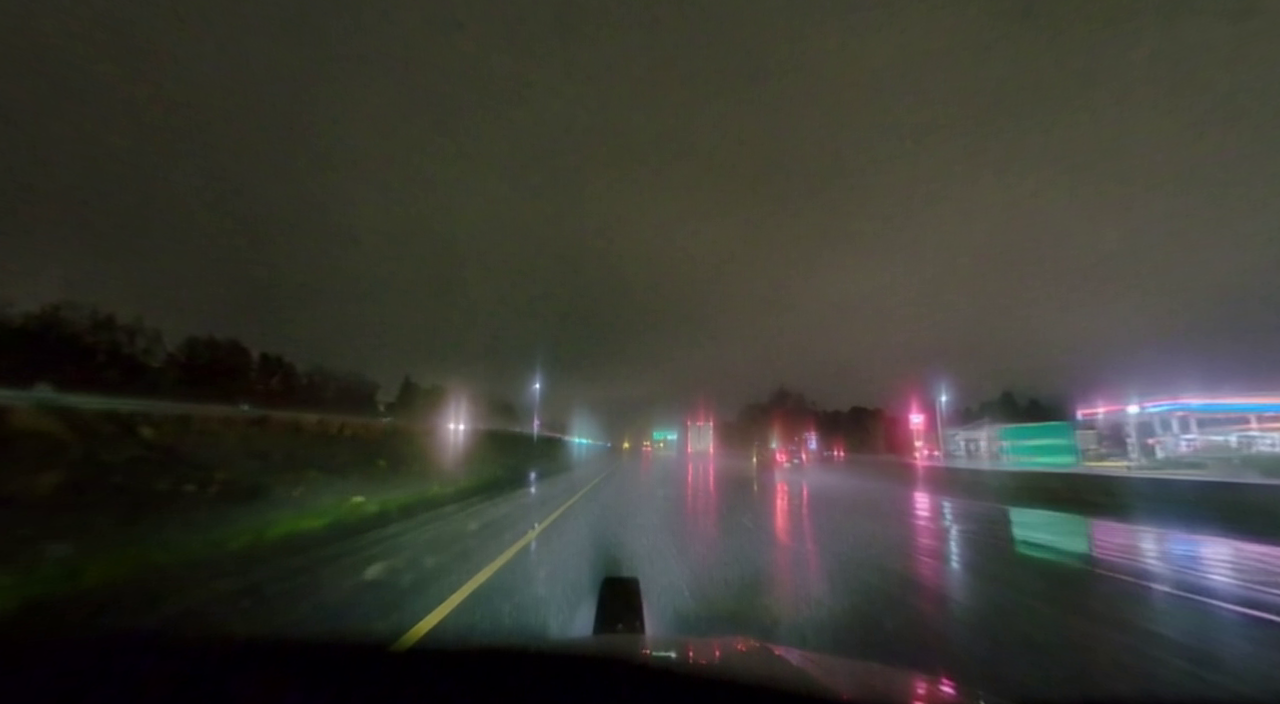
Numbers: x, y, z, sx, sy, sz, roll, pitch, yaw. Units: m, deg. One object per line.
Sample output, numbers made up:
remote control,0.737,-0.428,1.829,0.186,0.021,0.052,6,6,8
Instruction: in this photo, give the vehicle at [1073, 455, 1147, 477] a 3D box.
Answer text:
vehicle,35.628,8.637,48.036,1.887,1.471,4.865,0,-8,0
